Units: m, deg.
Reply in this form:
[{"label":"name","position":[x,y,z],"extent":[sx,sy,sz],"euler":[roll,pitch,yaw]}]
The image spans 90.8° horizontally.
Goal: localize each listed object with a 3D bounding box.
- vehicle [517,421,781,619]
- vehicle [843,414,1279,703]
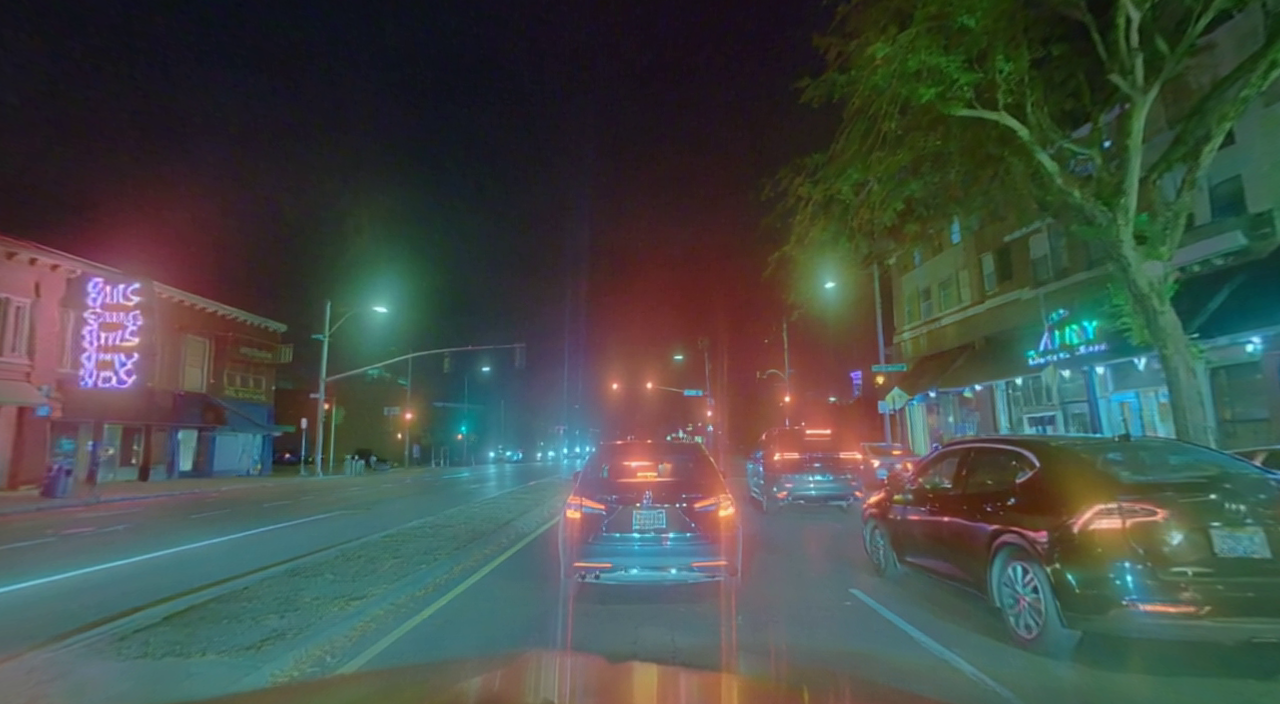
[{"label":"vehicle","position":[0.057,1.550,6.666],"extent":[2.006,1.487,3.535],"euler":[0,-9,0]},{"label":"vehicle","position":[3.399,1.379,5.389],"extent":[1.988,1.480,4.195],"euler":[0,-9,1]}]
